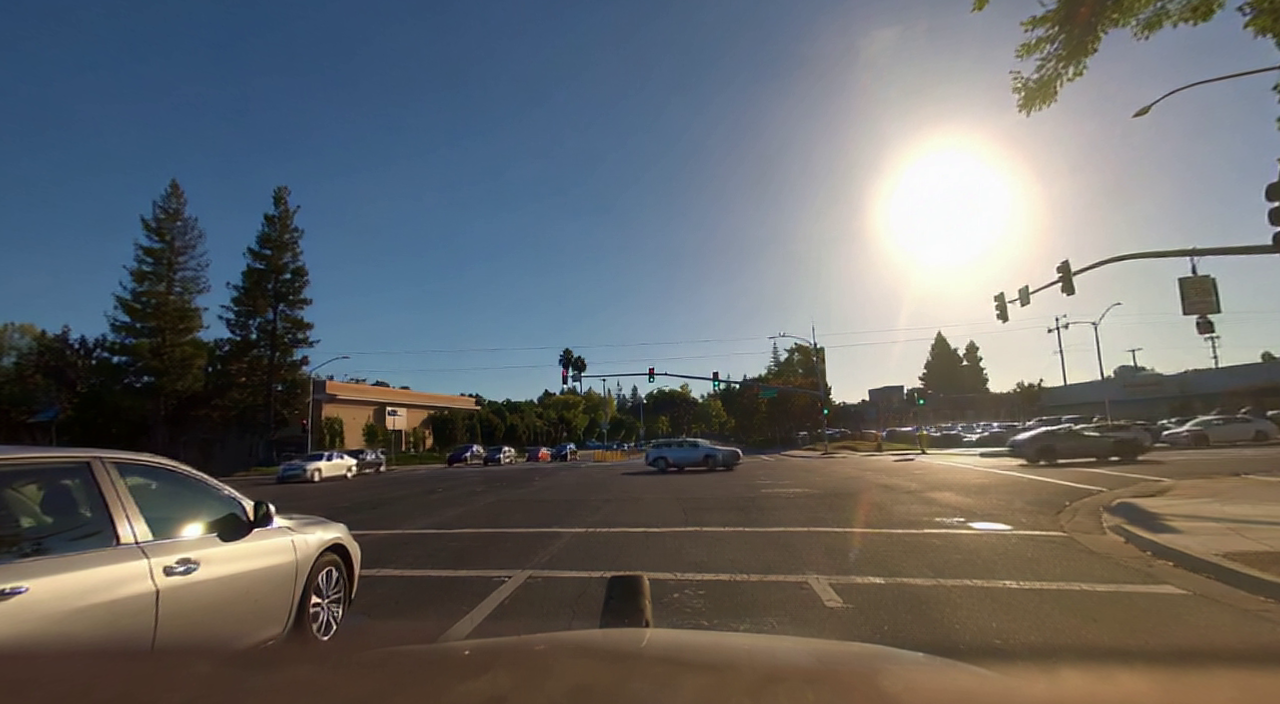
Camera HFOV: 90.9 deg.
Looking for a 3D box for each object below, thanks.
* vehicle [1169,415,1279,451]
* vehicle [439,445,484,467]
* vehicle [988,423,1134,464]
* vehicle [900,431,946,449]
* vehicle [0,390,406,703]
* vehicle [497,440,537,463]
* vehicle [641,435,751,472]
[{"bbox_3d":[26.832,3.656,28.422,4.240,1.540,1.944,1,-9,-4],"label":"vehicle"},{"bbox_3d":[-13.457,7.865,47.699,1.935,1.554,3.995,-1,-8,5],"label":"vehicle"},{"bbox_3d":[16.309,3.578,24.611,4.180,1.478,1.986,-1,-9,6],"label":"vehicle"},{"bbox_3d":[22.443,6.988,49.887,1.930,1.410,4.313,-8,-12,43],"label":"vehicle"},{"bbox_3d":[-2.946,0.992,2.785,1.924,1.482,4.734,0,-8,1],"label":"vehicle"},{"bbox_3d":[-9.630,7.836,49.767,1.905,1.724,4.449,-1,-8,5],"label":"vehicle"},{"bbox_3d":[2.356,4.358,27.169,4.364,1.450,1.841,-6,-10,34],"label":"vehicle"}]
